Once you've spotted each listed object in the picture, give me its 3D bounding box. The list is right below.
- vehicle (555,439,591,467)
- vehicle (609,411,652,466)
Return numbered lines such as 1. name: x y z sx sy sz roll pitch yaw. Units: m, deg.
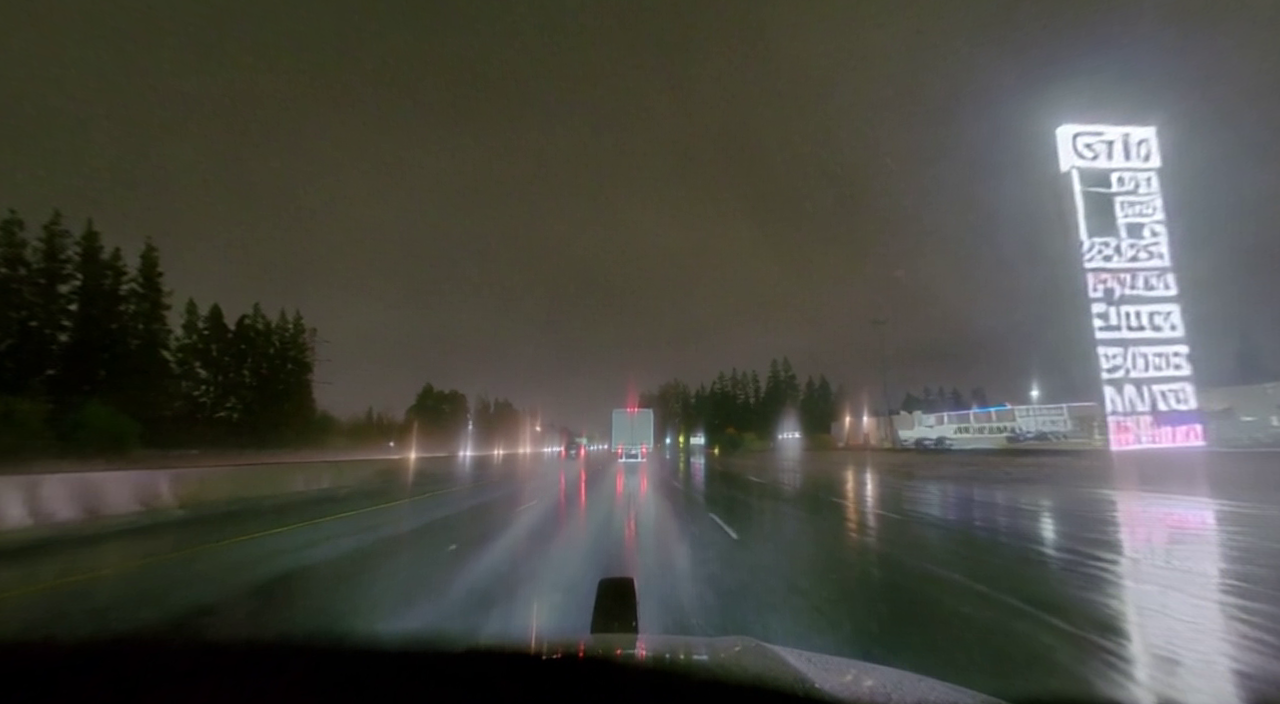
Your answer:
1. vehicle: -4.794 7.332 45.933 2.095 1.930 4.680 0 -9 0
2. vehicle: -0.635 6.859 49.488 3.000 3.786 11.740 0 -9 0
